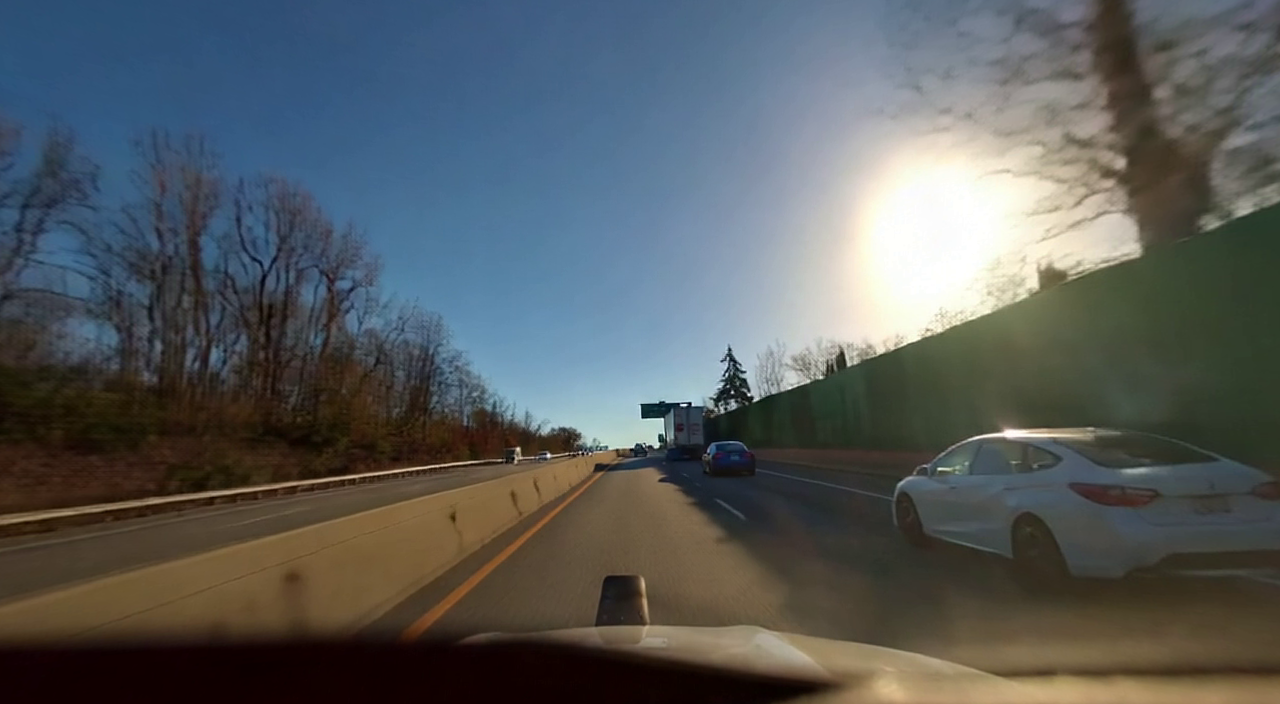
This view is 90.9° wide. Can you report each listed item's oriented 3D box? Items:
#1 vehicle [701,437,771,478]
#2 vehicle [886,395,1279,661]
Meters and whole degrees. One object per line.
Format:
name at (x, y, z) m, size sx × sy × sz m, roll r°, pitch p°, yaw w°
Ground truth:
vehicle at (3.756, 4.218, 25.485) m, size 2.000 × 1.473 × 4.440 m, roll 1°, pitch -8°, yaw -2°
vehicle at (4.110, 1.318, 5.767) m, size 1.940 × 1.539 × 4.005 m, roll 1°, pitch -8°, yaw -2°
